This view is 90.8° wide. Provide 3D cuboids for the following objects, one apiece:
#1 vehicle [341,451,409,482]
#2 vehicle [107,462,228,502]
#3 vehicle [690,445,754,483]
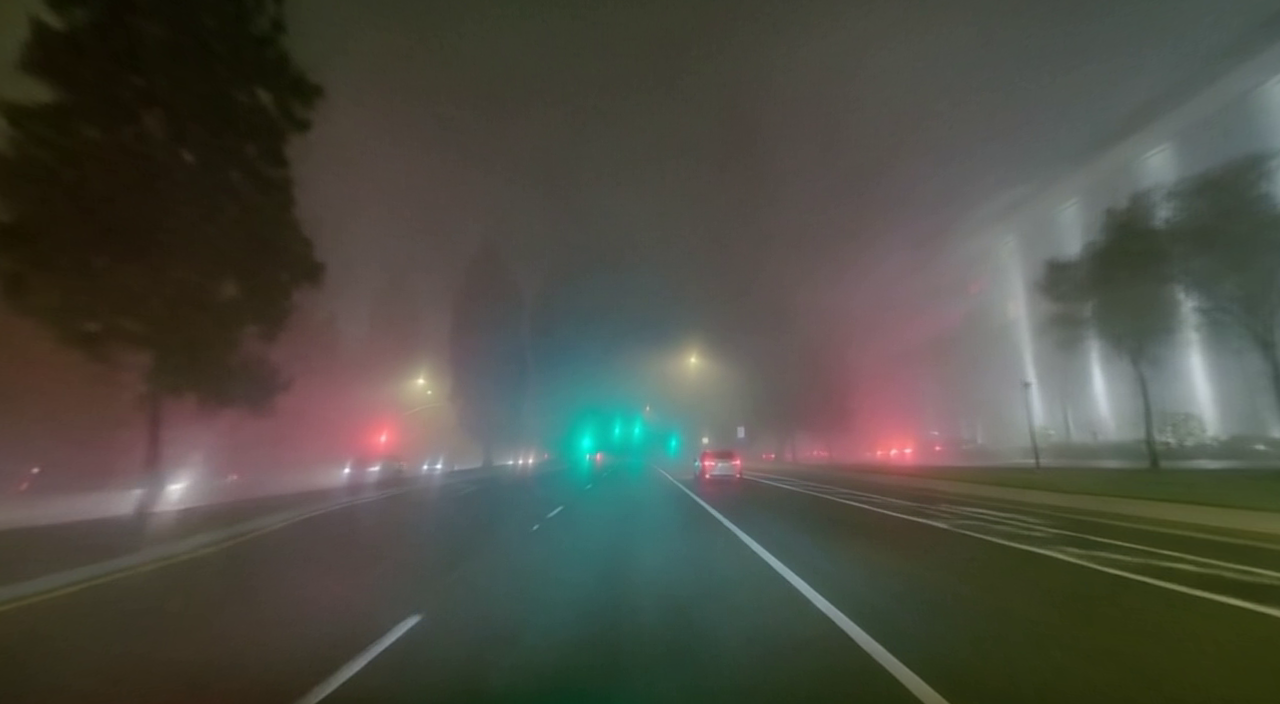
[{"bbox_3d":[-16.125,6.954,38.756,2.093,1.709,4.952,0,-9,-1],"label":"vehicle"},{"bbox_3d":[-24.931,6.822,33.515,2.025,1.792,4.643,-7,-11,37],"label":"vehicle"},{"bbox_3d":[3.348,4.645,26.511,1.966,1.449,4.290,0,-9,-2],"label":"vehicle"}]
